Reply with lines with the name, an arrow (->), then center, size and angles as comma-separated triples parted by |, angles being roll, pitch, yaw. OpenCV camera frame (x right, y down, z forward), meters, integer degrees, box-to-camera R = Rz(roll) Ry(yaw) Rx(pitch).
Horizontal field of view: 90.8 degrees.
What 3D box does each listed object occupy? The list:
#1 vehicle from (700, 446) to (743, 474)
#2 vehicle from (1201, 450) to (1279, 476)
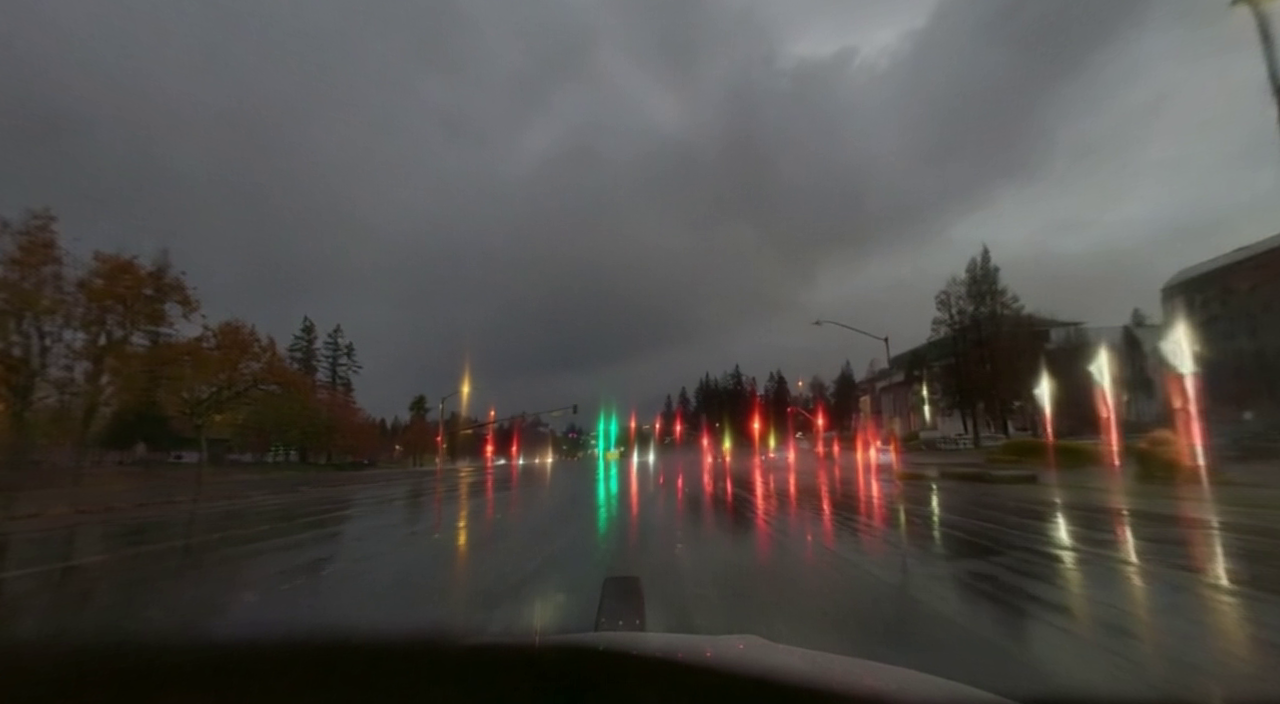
vehicle -> 4.579, 6.115, 36.036 | 2.133, 1.481, 4.276 | -1, -9, 3
vehicle -> 36.741, 6.683, 38.109 | 3.998, 1.430, 1.820 | -1, -9, -1
